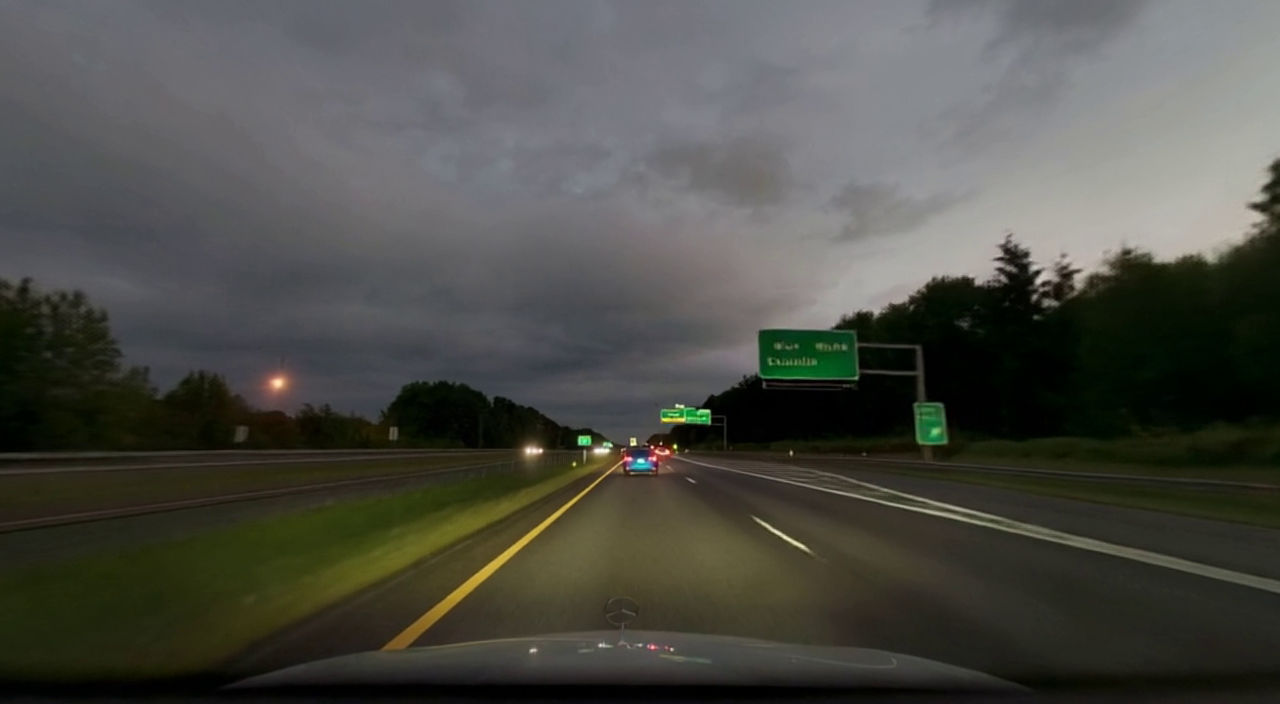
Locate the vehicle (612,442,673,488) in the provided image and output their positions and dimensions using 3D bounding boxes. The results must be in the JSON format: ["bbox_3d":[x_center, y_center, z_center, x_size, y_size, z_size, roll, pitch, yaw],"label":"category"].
[{"bbox_3d":[0.075,4.147,23.407,2.069,1.523,4.012,0,-9,-1],"label":"vehicle"}]
